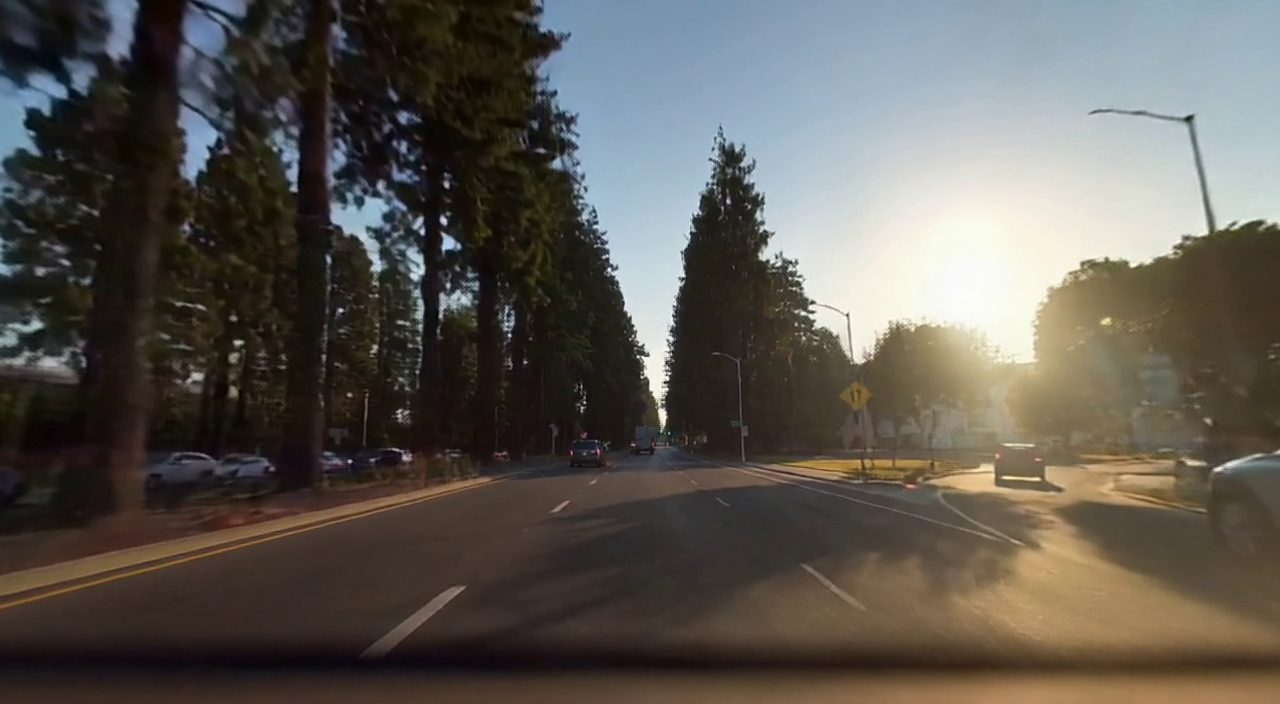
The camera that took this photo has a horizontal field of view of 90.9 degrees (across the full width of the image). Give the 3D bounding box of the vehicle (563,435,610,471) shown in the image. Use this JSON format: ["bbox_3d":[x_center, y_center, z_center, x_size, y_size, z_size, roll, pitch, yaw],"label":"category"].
[{"bbox_3d":[-3.072,5.941,37.264,2.255,1.940,4.822,0,-8,1],"label":"vehicle"}]

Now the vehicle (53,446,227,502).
[{"bbox_3d":[-16.587,4.015,21.300,2.042,1.654,4.603,0,-9,1],"label":"vehicle"}]

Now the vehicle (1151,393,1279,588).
[{"bbox_3d":[7.631,1.276,5.424,2.381,2.008,5.971,-2,-9,11],"label":"vehicle"}]

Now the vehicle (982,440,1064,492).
[{"bbox_3d":[14.406,4.241,23.965,2.280,1.757,4.572,-5,-10,28],"label":"vehicle"}]

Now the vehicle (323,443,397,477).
[{"bbox_3d":[-16.129,6.213,36.616,2.182,1.790,4.713,0,-8,0],"label":"vehicle"}]

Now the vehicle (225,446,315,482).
[{"bbox_3d":[-19.945,6.060,34.258,2.036,1.770,4.623,1,-10,0],"label":"vehicle"}]
